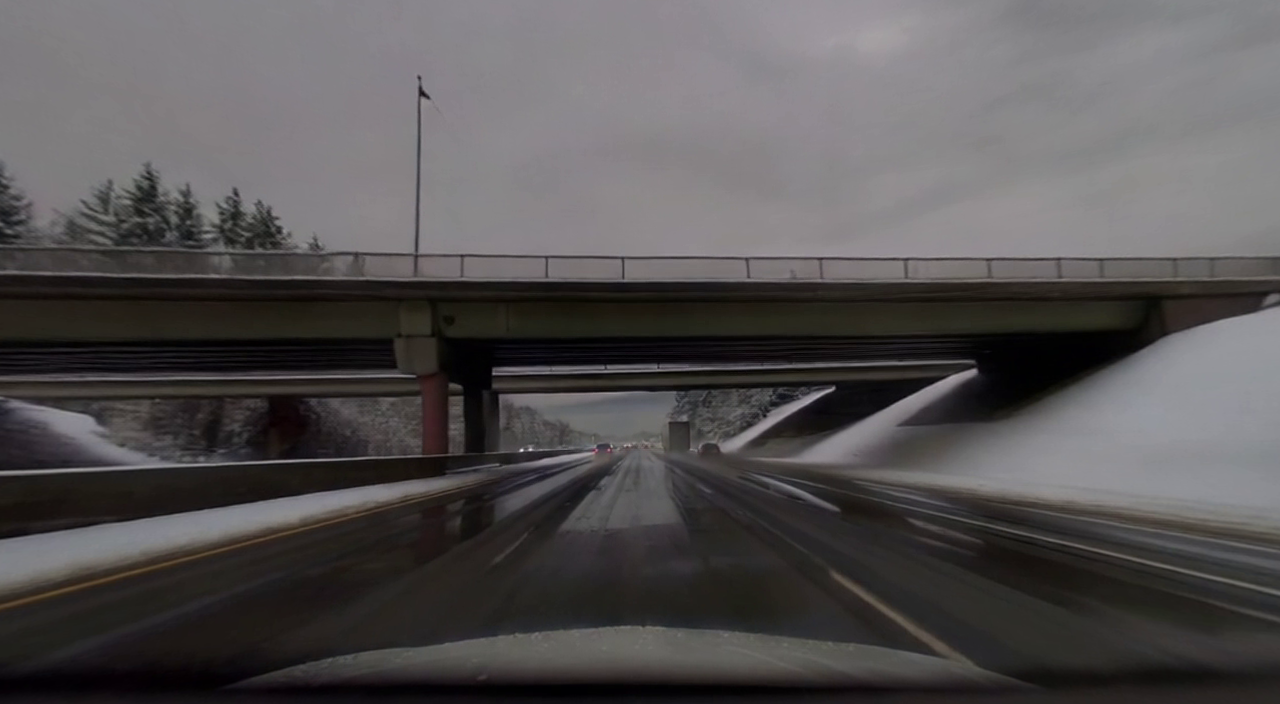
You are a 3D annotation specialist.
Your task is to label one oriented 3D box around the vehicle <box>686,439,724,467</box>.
[{"bbox_3d":[4.639,7.260,45.519,2.100,1.889,4.969,0,-9,-1],"label":"vehicle"}]
